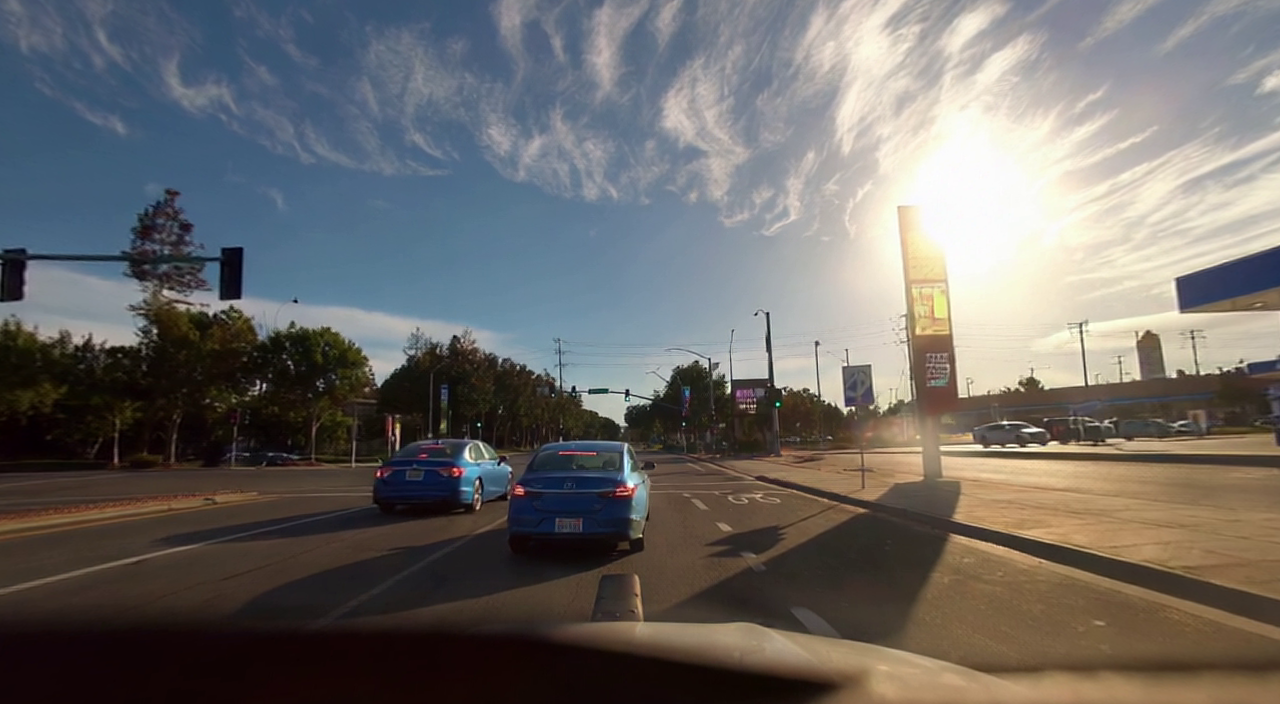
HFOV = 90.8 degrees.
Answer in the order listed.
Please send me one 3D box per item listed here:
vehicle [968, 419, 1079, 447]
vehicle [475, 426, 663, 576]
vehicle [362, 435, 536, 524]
[{"bbox_3d":[21.412,4.554,35.408,4.874,1.502,2.048,0,-8,0],"label":"vehicle"},{"bbox_3d":[-0.650,1.857,8.738,1.916,1.510,4.447,0,-8,2],"label":"vehicle"},{"bbox_3d":[-3.689,2.552,13.275,1.995,1.506,4.773,0,-8,2],"label":"vehicle"}]
